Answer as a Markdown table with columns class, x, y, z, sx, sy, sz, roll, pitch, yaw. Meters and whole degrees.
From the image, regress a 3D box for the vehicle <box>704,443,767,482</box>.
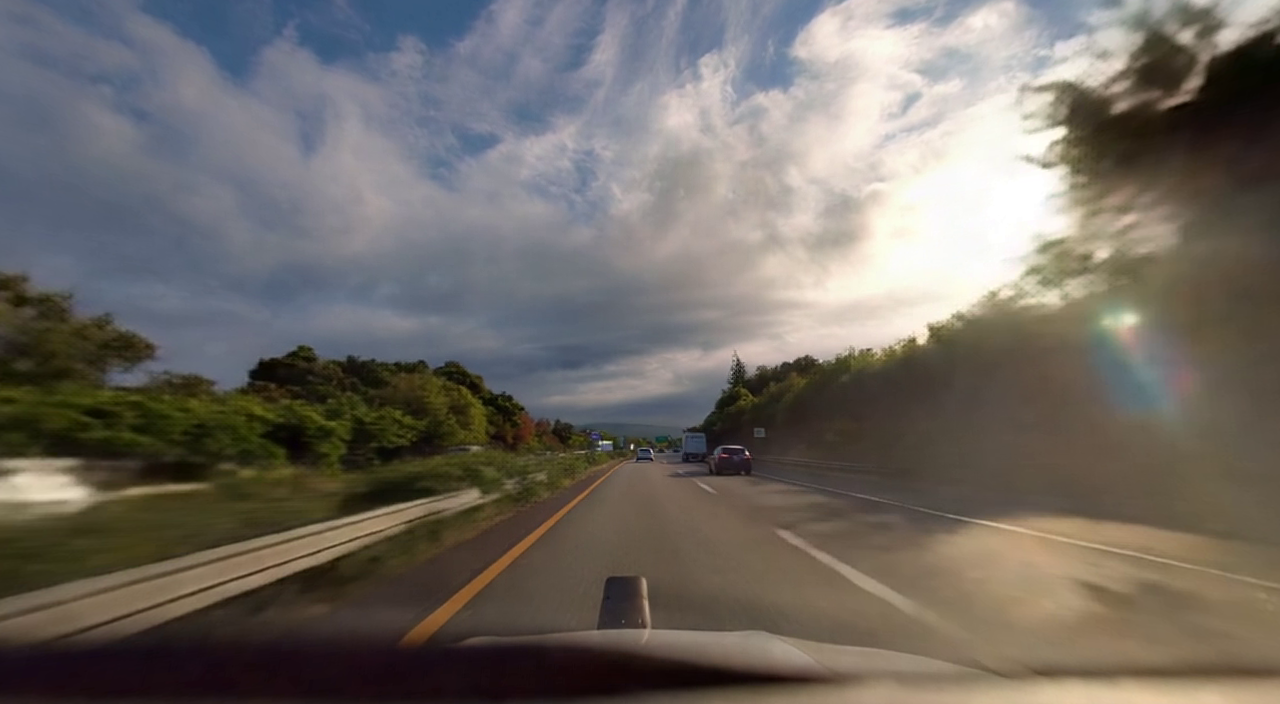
| class | x | y | z | sx | sy | sz | roll | pitch | yaw |
| --- | --- | --- | --- | --- | --- | --- | --- | --- | --- |
| vehicle | 4.091 | 4.803 | 27.564 | 2.043 | 1.542 | 3.881 | 0 | -9 | -1 |
